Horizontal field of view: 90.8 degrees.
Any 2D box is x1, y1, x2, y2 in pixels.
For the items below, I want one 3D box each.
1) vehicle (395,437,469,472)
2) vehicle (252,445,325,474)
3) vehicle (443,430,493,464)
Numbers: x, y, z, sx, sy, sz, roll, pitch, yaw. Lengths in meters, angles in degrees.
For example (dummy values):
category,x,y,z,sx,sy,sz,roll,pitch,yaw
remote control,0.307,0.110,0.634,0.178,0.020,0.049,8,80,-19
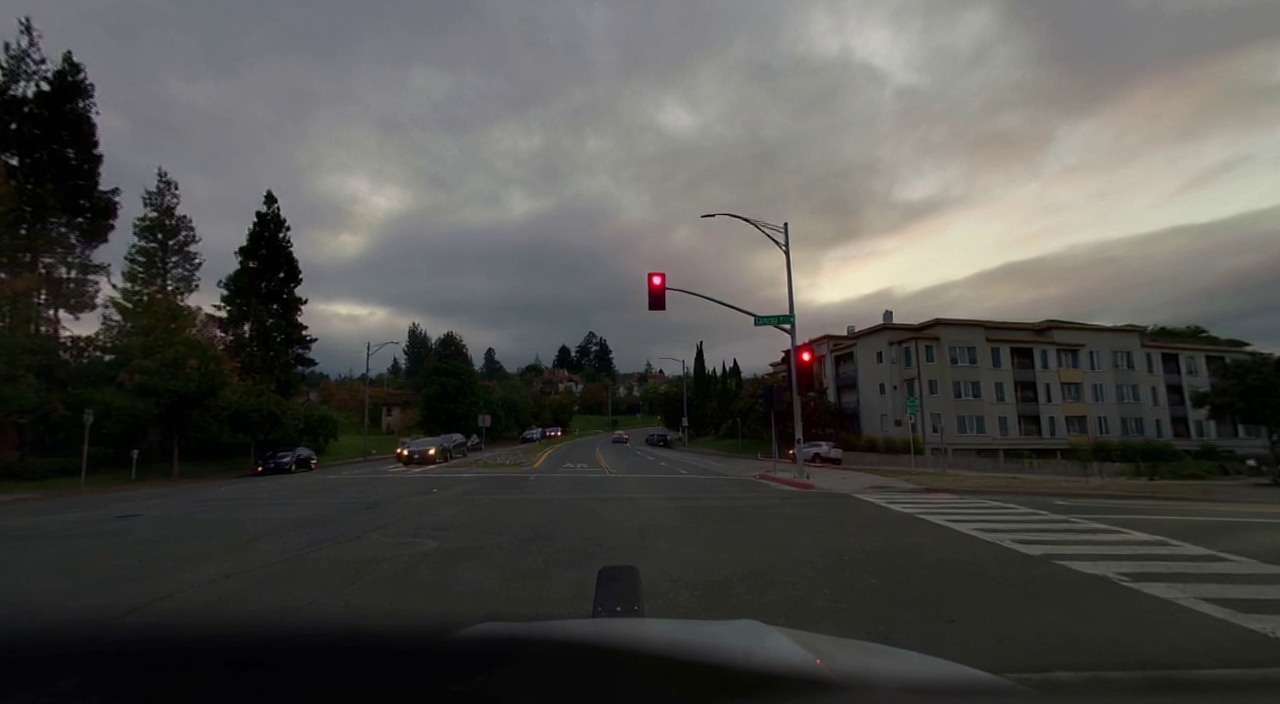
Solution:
category,x,y,z,sx,sy,sz,roll,pitch,yaw
vehicle,-9.676,4.799,29.792,2.116,1.521,4.294,0,-9,-2
vehicle,-21.055,6.465,38.094,1.981,1.628,4.336,0,-9,-1
vehicle,-9.785,5.453,36.181,1.910,1.818,4.057,0,-9,-3
